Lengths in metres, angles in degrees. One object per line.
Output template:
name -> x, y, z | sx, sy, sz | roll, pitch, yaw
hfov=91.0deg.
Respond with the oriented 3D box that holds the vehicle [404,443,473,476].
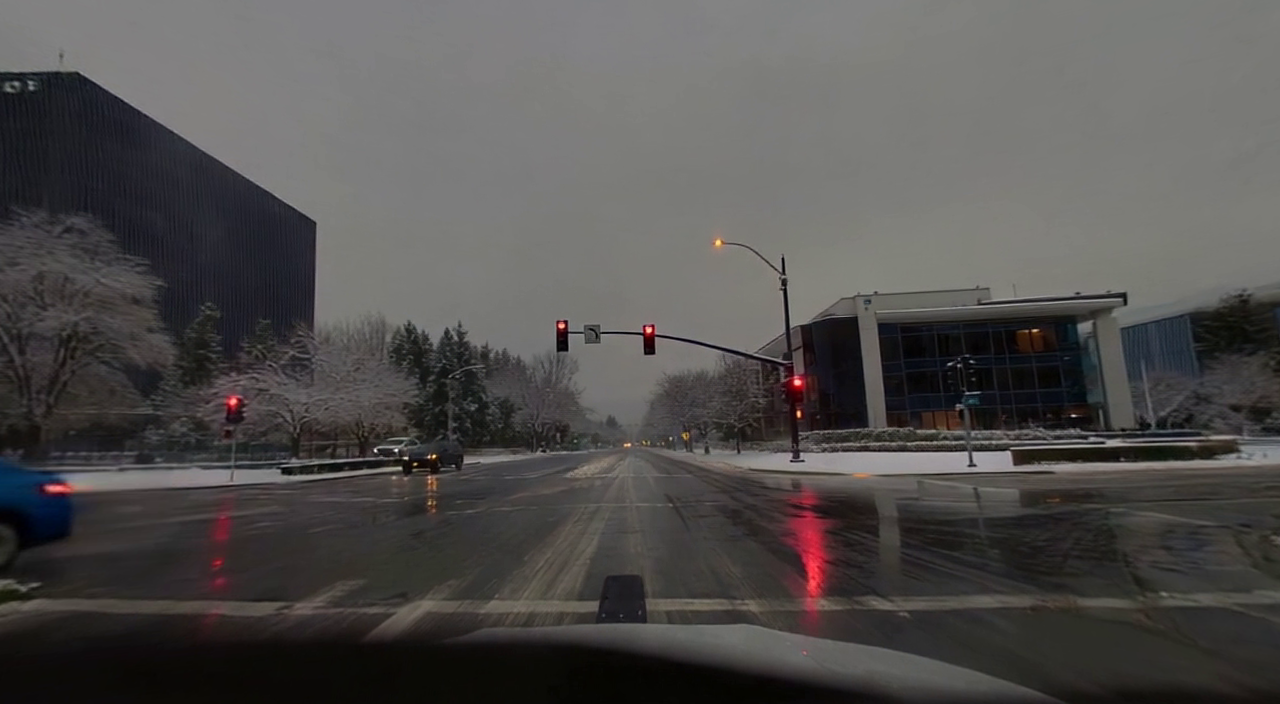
vehicle -> -11.575, 6.217, 36.582 | 2.069, 1.771, 4.947 | 0, -9, 3
